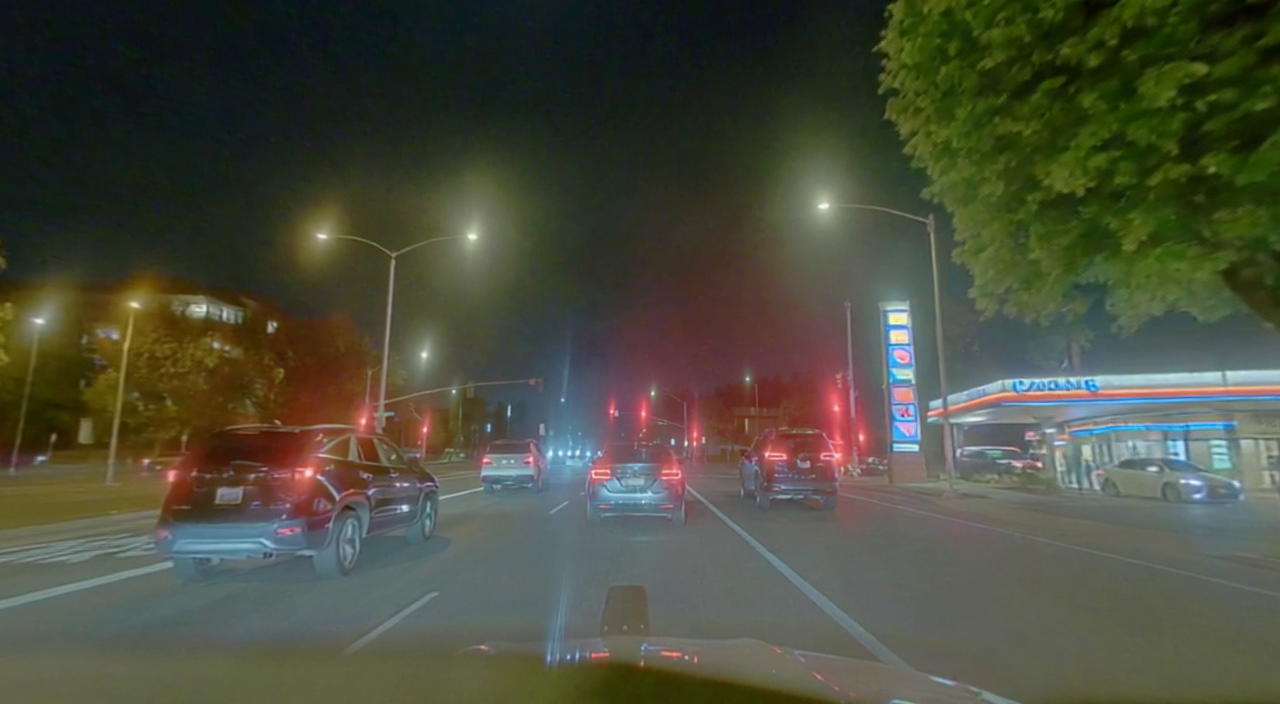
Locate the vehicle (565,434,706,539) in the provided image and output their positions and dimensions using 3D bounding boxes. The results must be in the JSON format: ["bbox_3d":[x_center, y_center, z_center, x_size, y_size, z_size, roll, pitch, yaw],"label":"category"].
[{"bbox_3d":[-0.068,2.327,11.534,2.121,1.563,4.031,0,-8,0],"label":"vehicle"}]

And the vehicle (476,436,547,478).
[{"bbox_3d":[-6.709,5.575,33.787,2.321,2.013,5.640,0,-8,3],"label":"vehicle"}]

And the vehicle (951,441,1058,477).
[{"bbox_3d":[18.007,5.273,31.343,1.907,1.669,4.147,5,-10,-28],"label":"vehicle"}]

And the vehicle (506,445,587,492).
[{"bbox_3d":[-3.189,4.064,22.422,2.126,1.490,4.265,0,-8,2],"label":"vehicle"}]

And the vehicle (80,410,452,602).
[{"bbox_3d":[-3.933,1.660,7.662,1.983,1.685,3.997,0,-8,1],"label":"vehicle"}]

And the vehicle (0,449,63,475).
[{"bbox_3d":[-47.344,8.311,47.659,4.989,1.852,2.136,5,-10,-30],"label":"vehicle"}]

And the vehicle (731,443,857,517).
[{"bbox_3d":[3.448,2.927,14.990,1.979,1.485,4.207,0,-8,1],"label":"vehicle"}]

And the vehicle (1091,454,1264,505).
[{"bbox_3d":[17.351,4.092,20.735,1.860,1.408,4.631,-1,-8,4],"label":"vehicle"}]

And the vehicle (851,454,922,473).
[{"bbox_3d":[19.361,8.773,49.638,4.795,1.457,1.986,0,-9,4],"label":"vehicle"}]
